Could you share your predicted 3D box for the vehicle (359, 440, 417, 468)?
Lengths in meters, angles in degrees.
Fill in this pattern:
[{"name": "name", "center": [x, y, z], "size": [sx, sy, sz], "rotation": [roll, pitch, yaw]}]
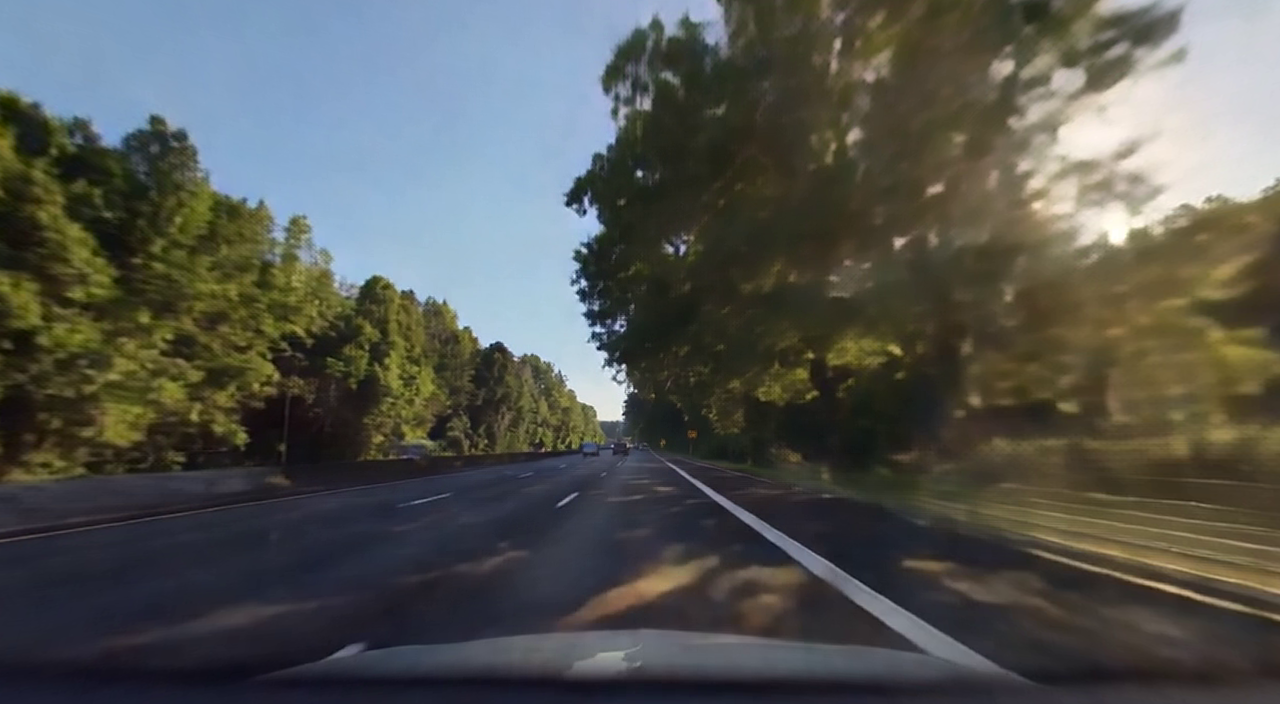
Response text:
[{"name": "vehicle", "center": [-17.797, 7.228, 44.733], "size": [2.020, 1.845, 4.972], "rotation": [0, -8, 1]}]
